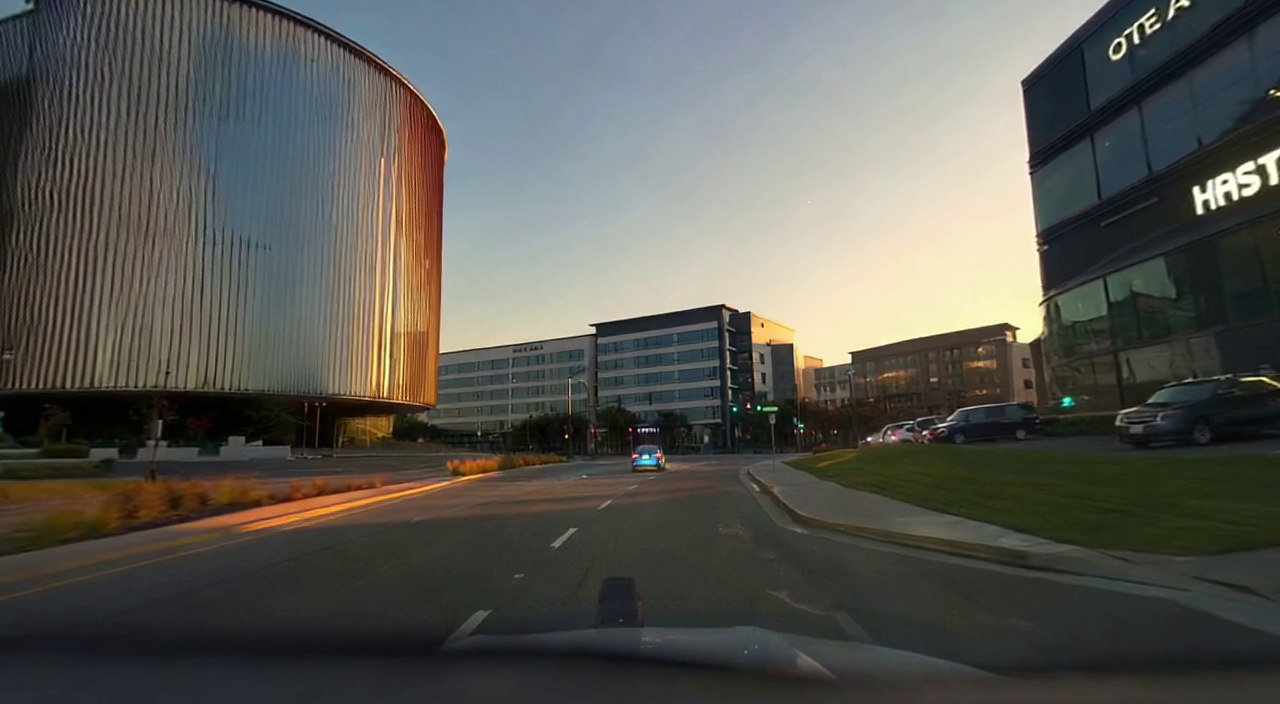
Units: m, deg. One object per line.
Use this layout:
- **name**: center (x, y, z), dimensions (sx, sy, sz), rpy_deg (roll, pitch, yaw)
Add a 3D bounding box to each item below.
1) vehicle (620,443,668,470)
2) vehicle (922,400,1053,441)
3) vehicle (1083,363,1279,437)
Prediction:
- **vehicle**: center (0.303, 6.056, 36.715), dimensions (1.971, 1.486, 4.380), rpy_deg (-2, -9, 11)
- **vehicle**: center (15.352, 3.081, 28.040), dimensions (4.586, 1.716, 1.992), rpy_deg (-1, -9, 6)
- **vehicle**: center (13.821, 1.189, 15.311), dimensions (4.493, 1.510, 1.860), rpy_deg (-3, -9, 6)
